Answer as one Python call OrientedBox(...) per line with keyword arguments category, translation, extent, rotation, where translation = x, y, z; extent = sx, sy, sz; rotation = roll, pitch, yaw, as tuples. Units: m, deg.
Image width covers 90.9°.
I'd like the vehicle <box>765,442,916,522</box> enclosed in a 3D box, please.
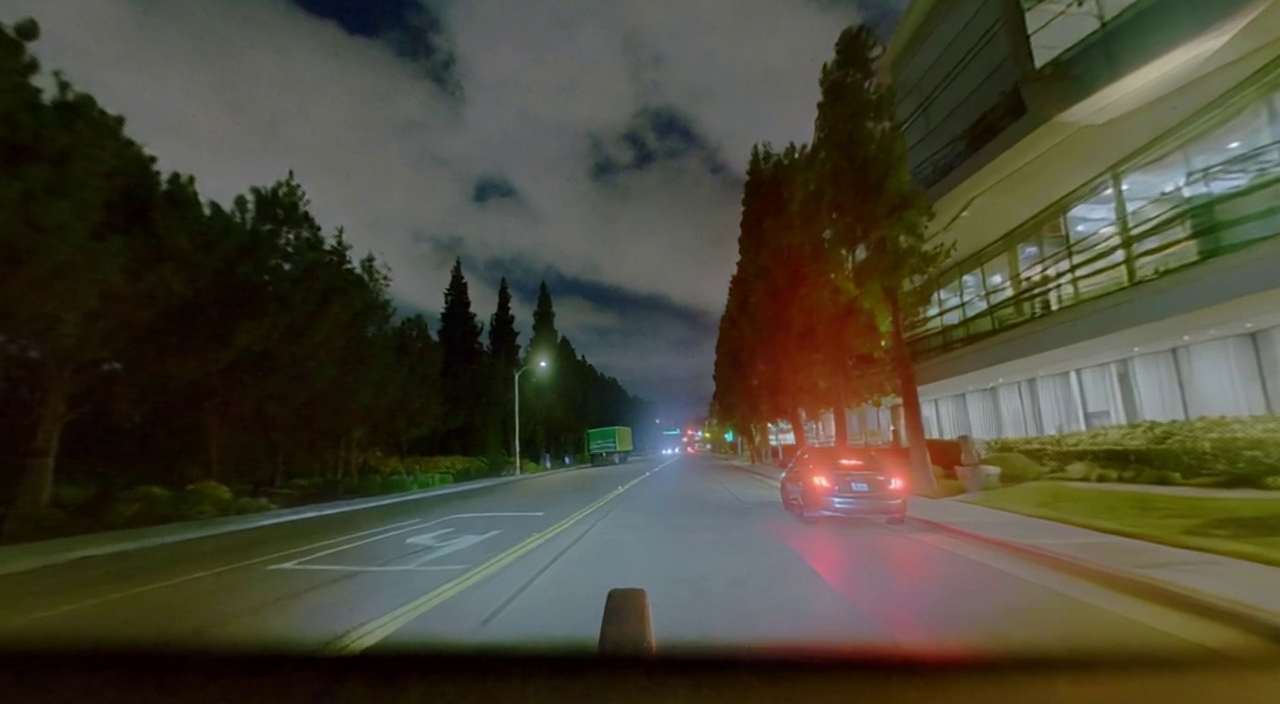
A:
OrientedBox(category="vehicle", translation=(4.266, 2.827, 14.283), extent=(2.098, 1.509, 4.389), rotation=(0, -9, 2))
